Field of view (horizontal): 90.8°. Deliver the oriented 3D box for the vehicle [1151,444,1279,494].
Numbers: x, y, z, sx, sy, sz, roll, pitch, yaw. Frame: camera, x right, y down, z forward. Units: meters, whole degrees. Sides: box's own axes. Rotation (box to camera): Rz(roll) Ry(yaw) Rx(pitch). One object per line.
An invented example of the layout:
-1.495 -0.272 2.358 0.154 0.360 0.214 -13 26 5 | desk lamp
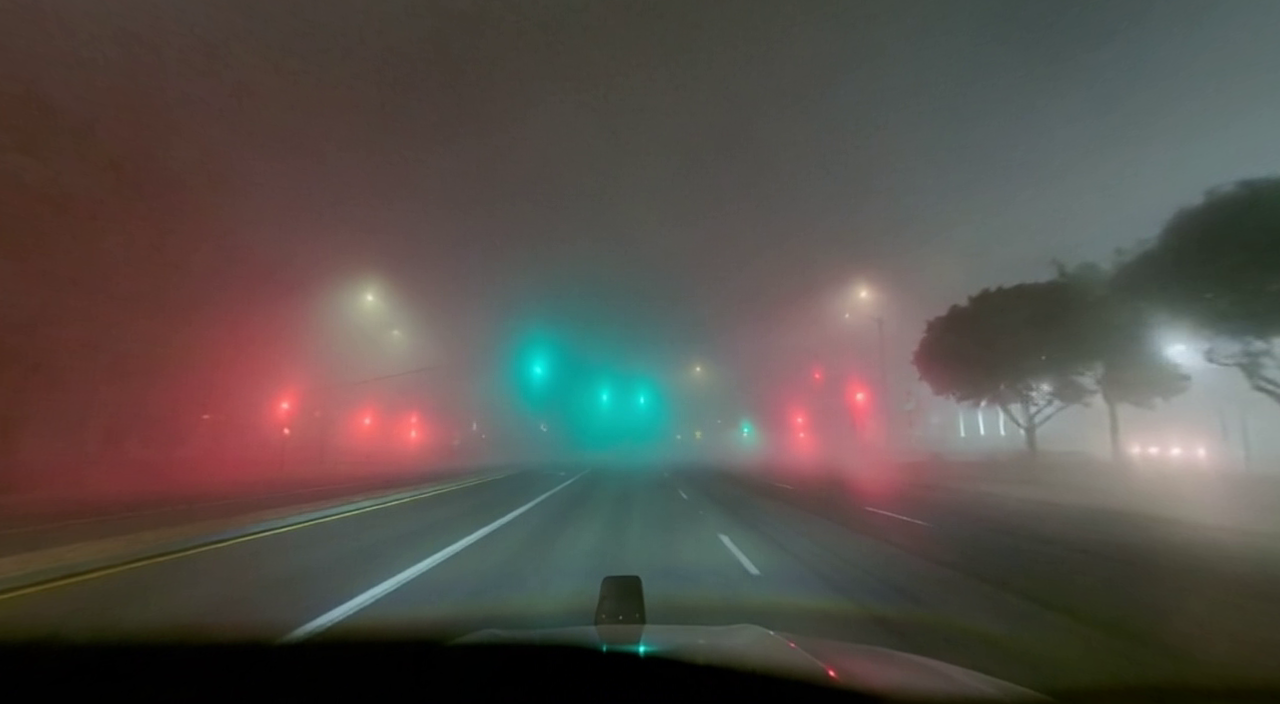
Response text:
19.359 3.711 20.220 1.828 1.483 4.376 8 -12 -44 | vehicle
